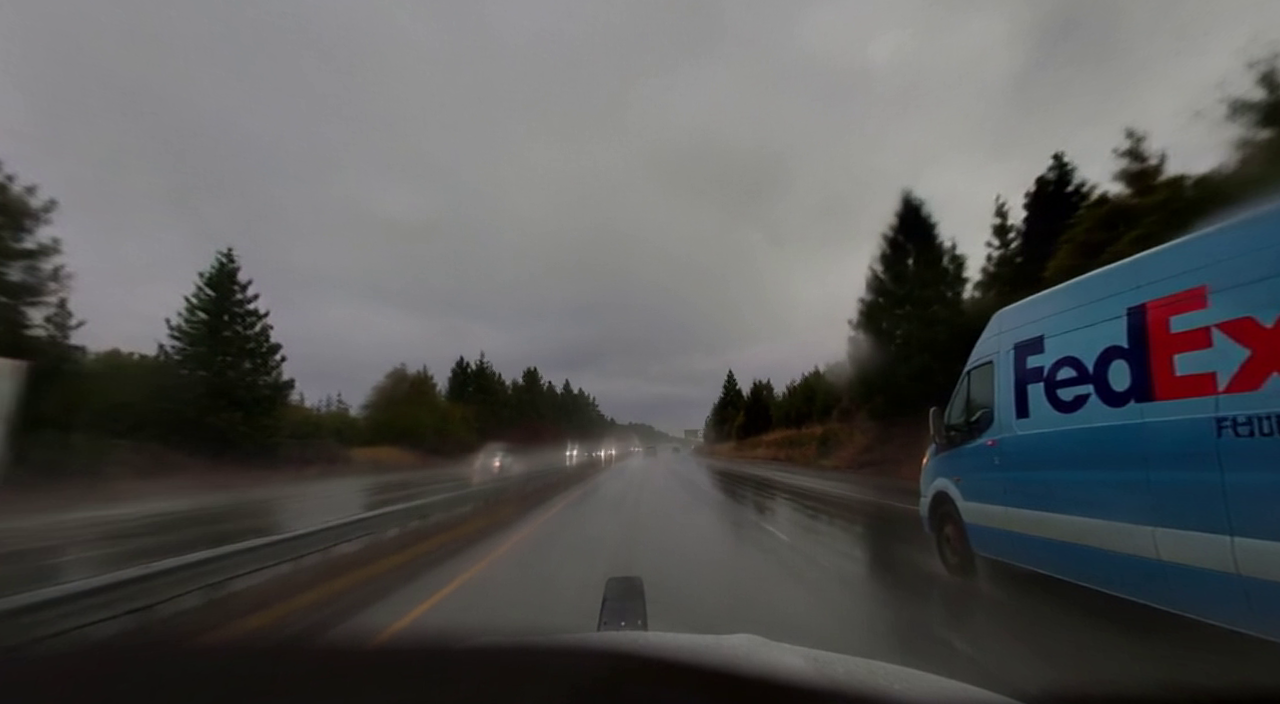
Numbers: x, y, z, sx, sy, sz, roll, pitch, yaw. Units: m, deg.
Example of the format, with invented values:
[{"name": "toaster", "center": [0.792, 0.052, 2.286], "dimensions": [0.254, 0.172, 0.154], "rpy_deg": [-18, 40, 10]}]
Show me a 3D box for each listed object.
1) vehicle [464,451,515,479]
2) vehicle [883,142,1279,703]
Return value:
[{"name": "vehicle", "center": [-8.388, 6.324, 35.366], "dimensions": [1.820, 1.445, 3.746], "rpy_deg": [-1, -9, 2]}, {"name": "vehicle", "center": [3.886, 0.582, 3.565], "dimensions": [2.522, 2.556, 6.180], "rpy_deg": [0, -9, 0]}]
